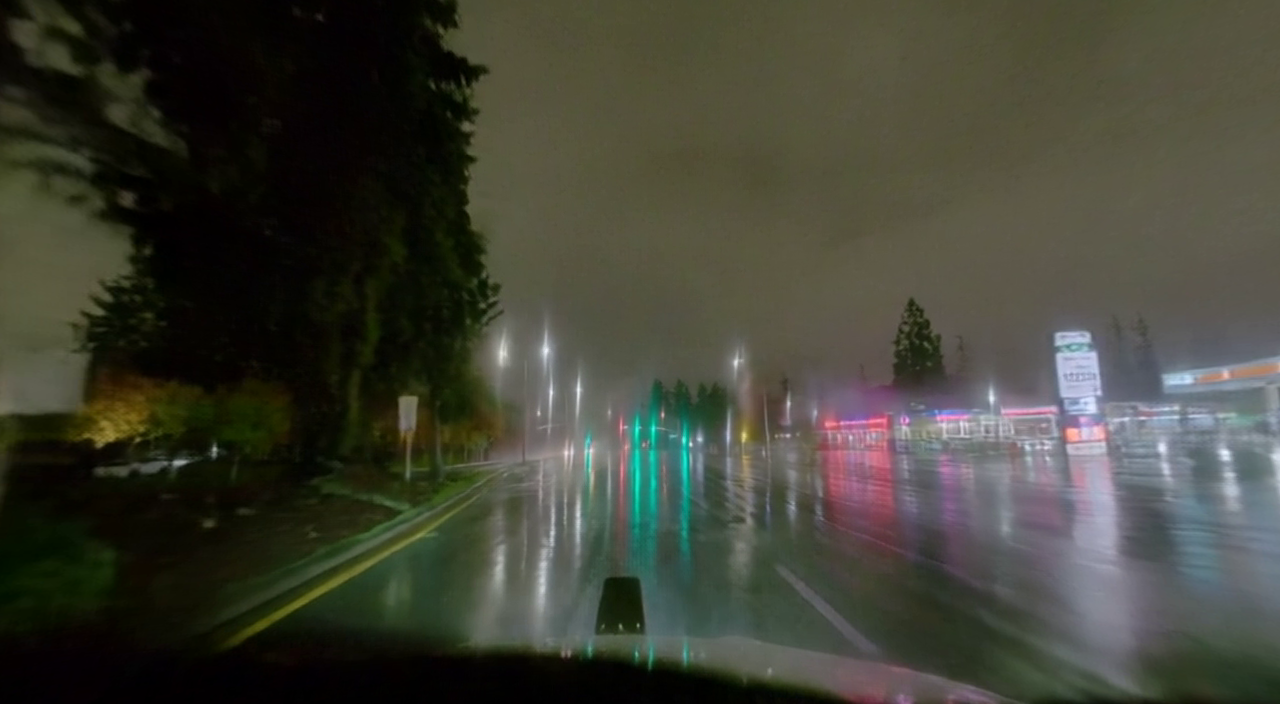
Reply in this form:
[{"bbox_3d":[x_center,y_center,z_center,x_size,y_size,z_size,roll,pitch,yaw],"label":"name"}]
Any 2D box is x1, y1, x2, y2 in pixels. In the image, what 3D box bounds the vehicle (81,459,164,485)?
[{"bbox_3d":[-37.290,8.650,45.583,4.316,1.603,1.815,-2,-9,-2],"label":"vehicle"}]
